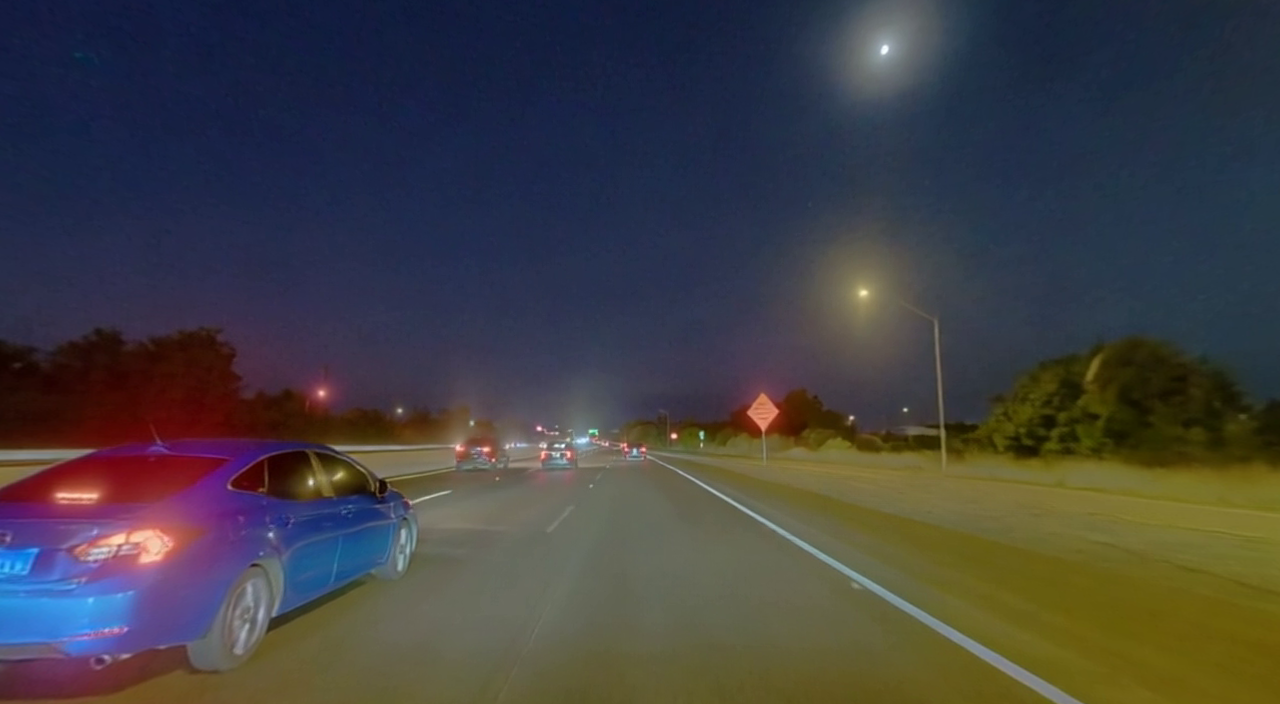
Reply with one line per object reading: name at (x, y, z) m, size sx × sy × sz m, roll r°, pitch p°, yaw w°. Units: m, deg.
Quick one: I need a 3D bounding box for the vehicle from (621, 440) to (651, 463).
vehicle at (-0.312, 7.039, 44.778) m, size 2.018 × 1.508 × 4.087 m, roll 0°, pitch -8°, yaw -2°

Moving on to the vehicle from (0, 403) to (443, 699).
vehicle at (-3.437, 1.342, 5.511) m, size 2.025 × 1.506 × 4.429 m, roll 0°, pitch -8°, yaw 0°

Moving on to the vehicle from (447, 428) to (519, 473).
vehicle at (-7.450, 4.744, 30.571) m, size 2.171 × 1.982 × 5.246 m, roll 0°, pitch -8°, yaw -1°

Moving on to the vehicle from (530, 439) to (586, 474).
vehicle at (-3.685, 4.787, 29.226) m, size 2.068 × 1.501 × 4.395 m, roll 0°, pitch -8°, yaw -1°
